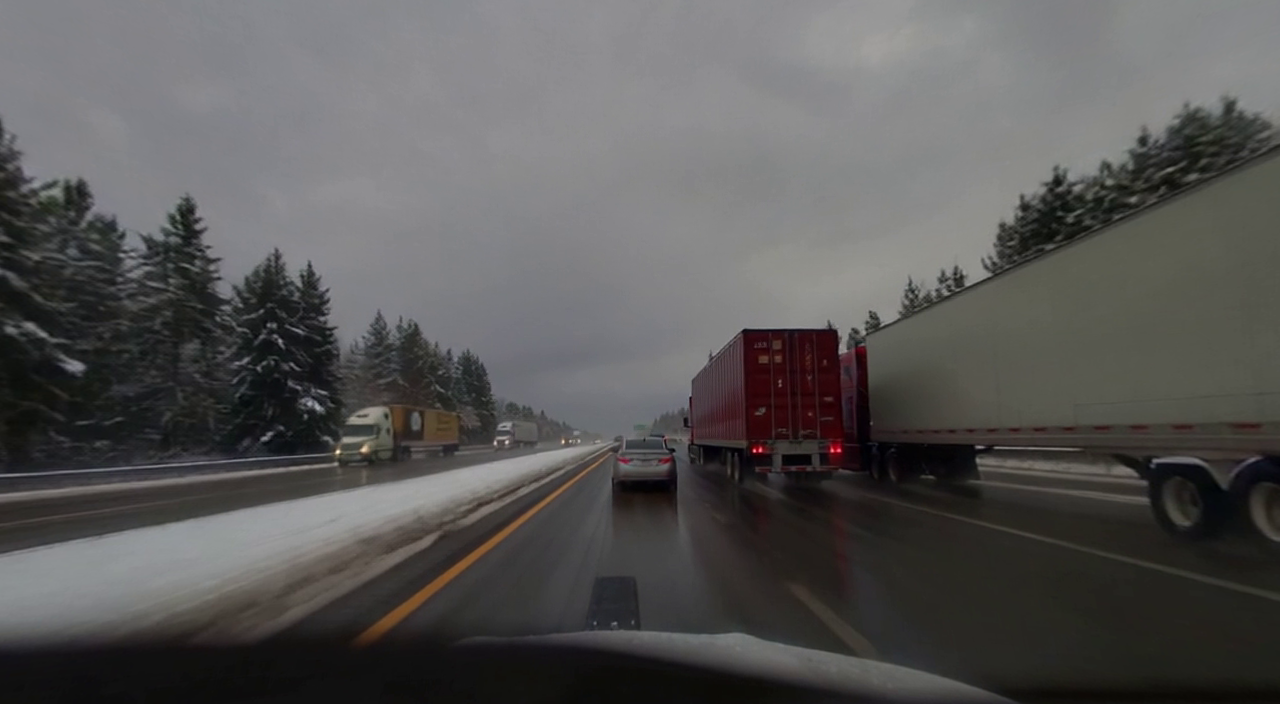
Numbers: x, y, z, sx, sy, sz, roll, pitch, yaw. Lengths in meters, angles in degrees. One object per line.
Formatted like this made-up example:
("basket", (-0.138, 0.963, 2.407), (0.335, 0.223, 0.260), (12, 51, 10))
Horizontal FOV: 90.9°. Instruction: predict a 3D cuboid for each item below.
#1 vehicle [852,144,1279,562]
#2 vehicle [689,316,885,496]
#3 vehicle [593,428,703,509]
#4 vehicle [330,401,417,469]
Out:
("vehicle", (8.120, 0.706, 11.801), (3.110, 4.308, 14.260), (0, -8, -1))
("vehicle", (3.887, 2.131, 21.462), (2.888, 4.099, 14.183), (0, -8, -2))
("vehicle", (0.099, 2.412, 13.614), (2.038, 1.477, 3.773), (0, -8, -1))
("vehicle", (-17.011, 5.359, 40.747), (2.962, 4.015, 5.938), (0, -8, -1))
